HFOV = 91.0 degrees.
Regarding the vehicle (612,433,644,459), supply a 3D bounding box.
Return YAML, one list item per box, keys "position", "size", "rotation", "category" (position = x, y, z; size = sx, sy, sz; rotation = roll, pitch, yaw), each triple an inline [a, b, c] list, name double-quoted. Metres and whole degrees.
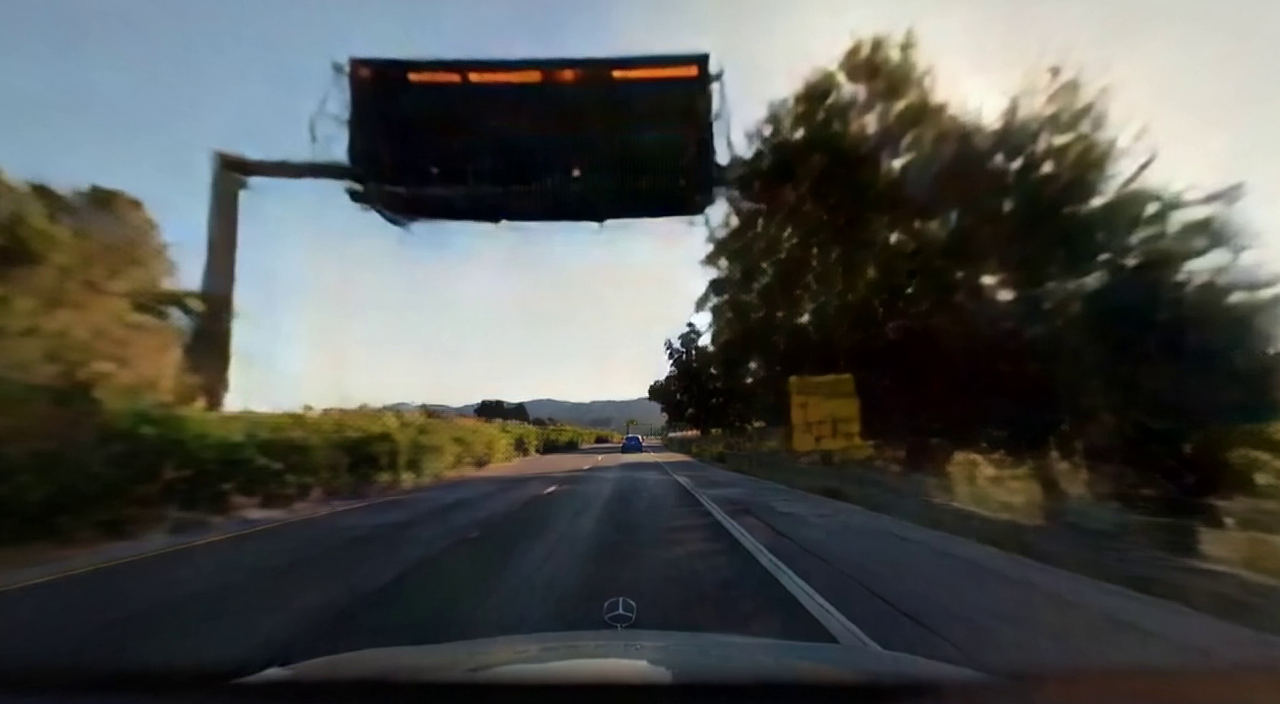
- position: [-0.827, 6.596, 44.366]
  size: [2.180, 1.717, 4.139]
  rotation: [0, -8, -1]
  category: "vehicle"
